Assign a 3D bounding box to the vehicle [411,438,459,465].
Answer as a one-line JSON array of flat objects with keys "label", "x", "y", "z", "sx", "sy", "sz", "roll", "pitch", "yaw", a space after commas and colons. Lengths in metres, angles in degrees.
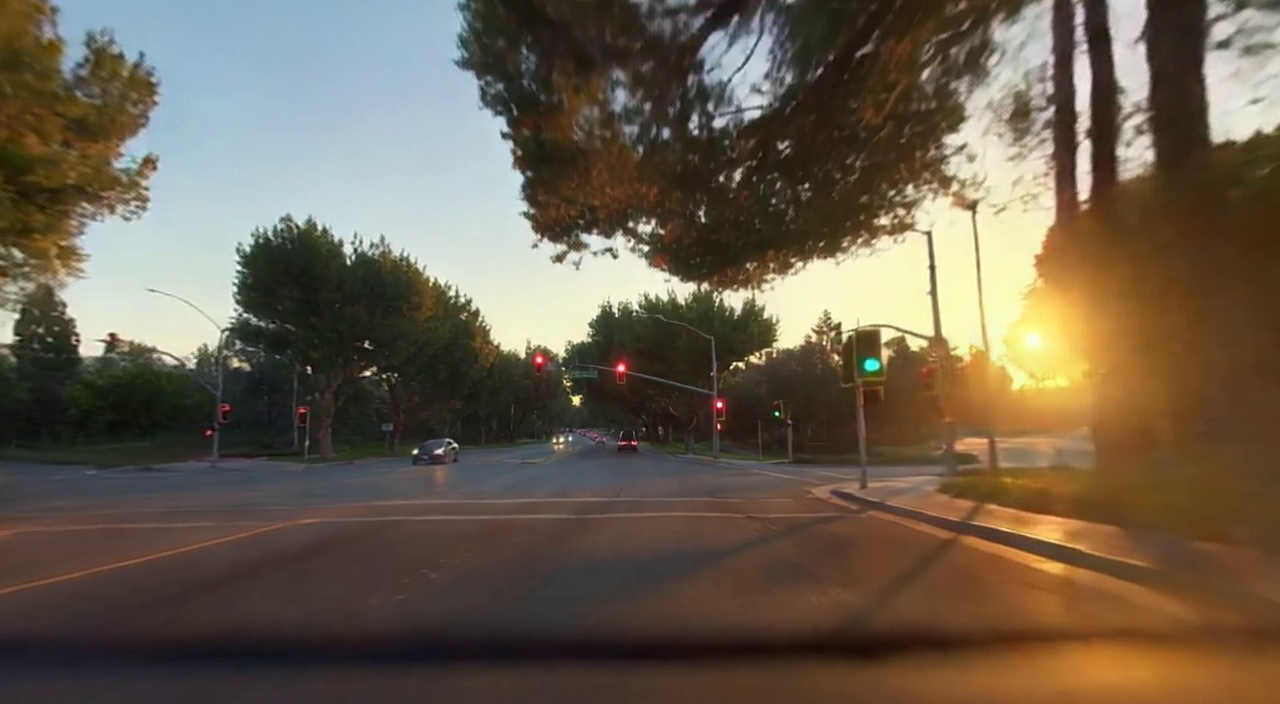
[{"label": "vehicle", "x": -13.340, "y": 6.499, "z": 41.236, "sx": 1.877, "sy": 1.600, "sz": 3.952, "roll": 1, "pitch": -9, "yaw": -1}]
